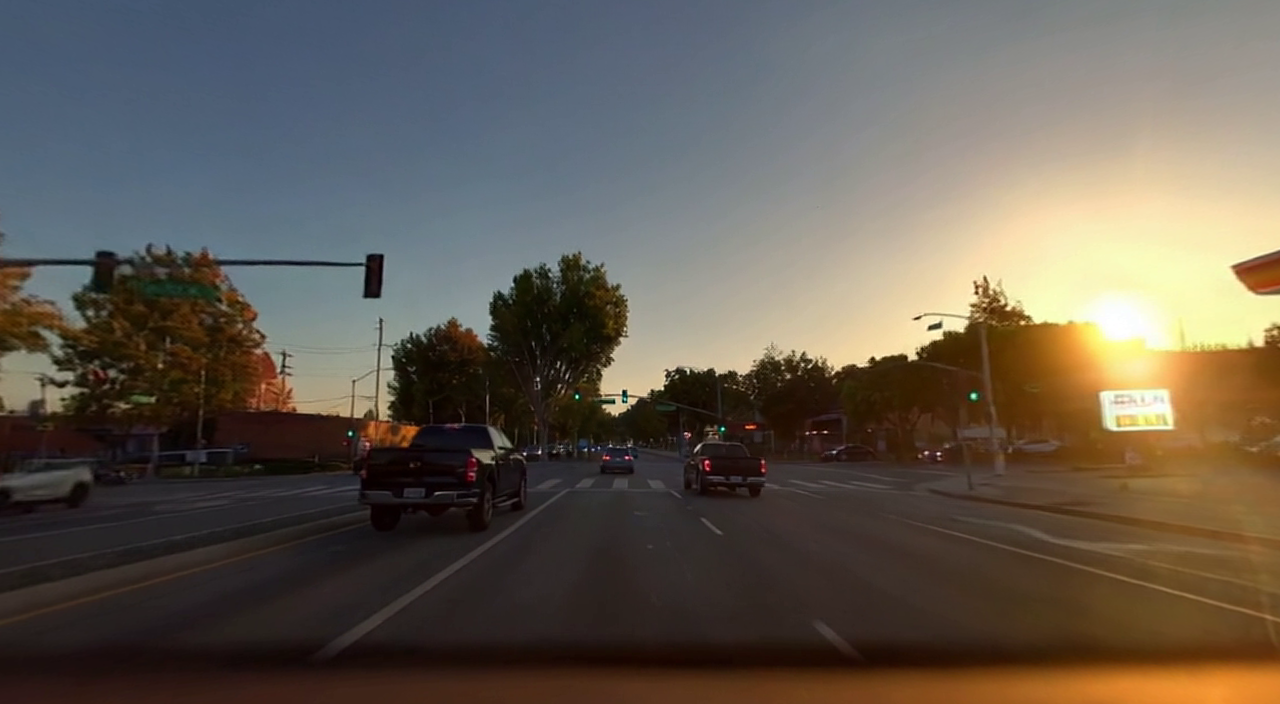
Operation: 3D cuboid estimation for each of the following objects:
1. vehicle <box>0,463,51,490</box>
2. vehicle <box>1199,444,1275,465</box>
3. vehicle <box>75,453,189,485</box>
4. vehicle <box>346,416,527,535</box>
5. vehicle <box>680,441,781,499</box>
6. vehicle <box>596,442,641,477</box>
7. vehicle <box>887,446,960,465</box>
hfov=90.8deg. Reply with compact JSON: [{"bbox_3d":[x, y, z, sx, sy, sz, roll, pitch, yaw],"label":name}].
[{"bbox_3d":[-37.803,7.344,37.307,3.849,1.510,1.865,1,-9,-9],"label":"vehicle"},{"bbox_3d":[42.988,7.390,45.512,4.101,1.426,1.853,2,-9,-11],"label":"vehicle"},{"bbox_3d":[-33.009,7.580,41.190,5.204,1.963,2.395,0,-9,-2],"label":"vehicle"},{"bbox_3d":[-3.805,2.427,13.151,2.195,1.905,5.634,0,-9,-3],"label":"vehicle"},{"bbox_3d":[2.502,3.401,18.681,2.061,1.487,4.462,1,-9,-3],"label":"vehicle"},{"bbox_3d":[-1.103,5.253,31.020,2.029,1.605,3.827,1,-9,-4],"label":"vehicle"},{"bbox_3d":[21.771,7.940,48.622,4.789,1.455,1.986,2,-9,-11],"label":"vehicle"}]
